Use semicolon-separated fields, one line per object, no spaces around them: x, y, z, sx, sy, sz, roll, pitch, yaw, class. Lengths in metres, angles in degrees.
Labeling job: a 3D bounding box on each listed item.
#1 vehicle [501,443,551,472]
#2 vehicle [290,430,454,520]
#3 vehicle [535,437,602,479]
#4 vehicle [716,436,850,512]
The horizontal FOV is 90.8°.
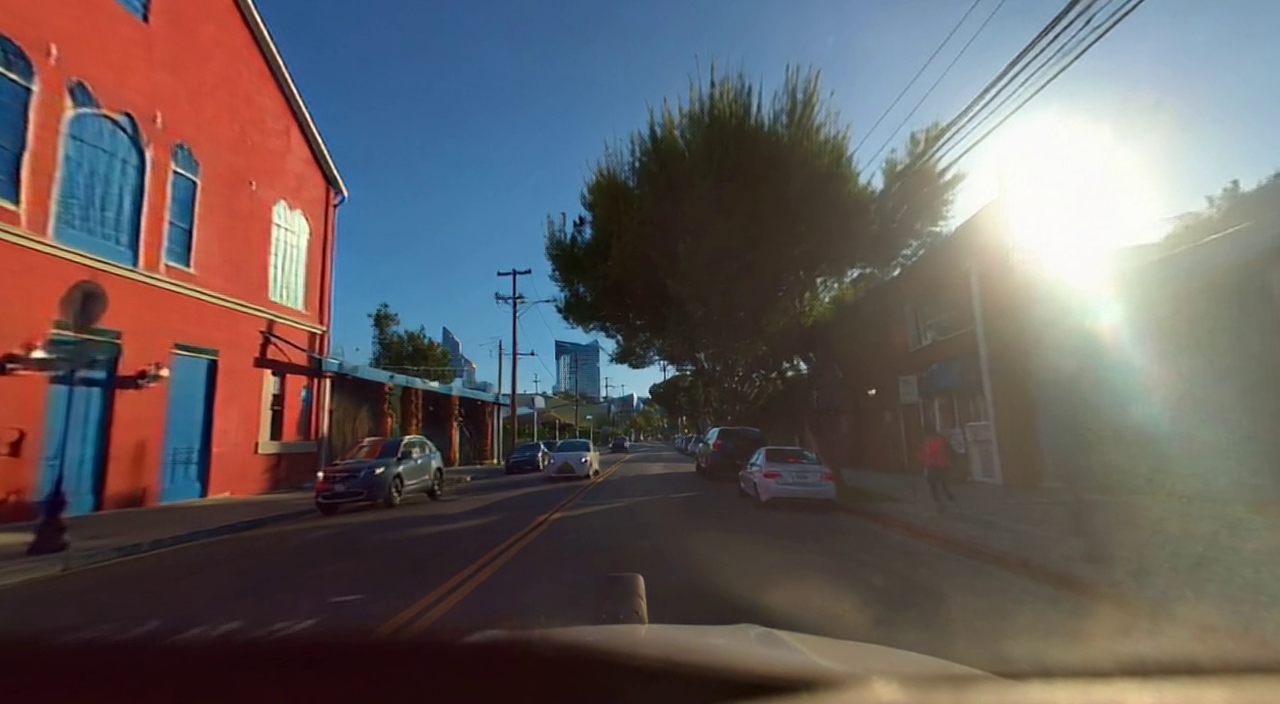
-6.289;5.852;35.356;1.844;1.486;4.474;-1;-8;2;vehicle
-6.351;2.894;15.601;2.140;1.746;4.385;-4;-7;0;vehicle
-2.750;4.204;25.353;2.036;1.515;4.437;-1;-8;2;vehicle
3.098;2.734;14.749;1.966;1.471;4.552;0;-8;-1;vehicle
